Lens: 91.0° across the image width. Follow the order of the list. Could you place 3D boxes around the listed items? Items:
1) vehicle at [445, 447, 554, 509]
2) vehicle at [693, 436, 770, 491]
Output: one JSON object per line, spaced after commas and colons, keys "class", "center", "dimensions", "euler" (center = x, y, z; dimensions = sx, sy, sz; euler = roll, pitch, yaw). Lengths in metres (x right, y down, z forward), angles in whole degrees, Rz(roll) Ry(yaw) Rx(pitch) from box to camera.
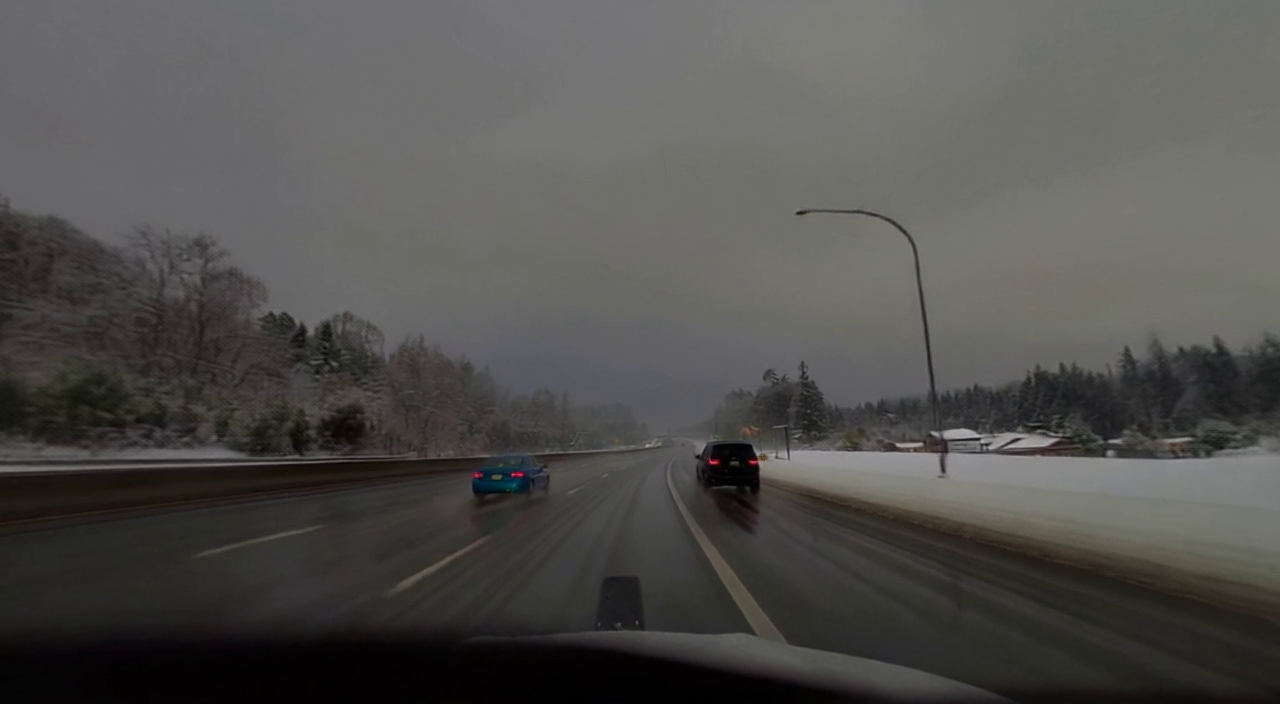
{"class": "vehicle", "center": [-3.717, 3.405, 17.503], "dimensions": [1.937, 1.490, 4.372], "euler": [0, -9, 1]}
{"class": "vehicle", "center": [3.301, 4.132, 23.631], "dimensions": [2.225, 1.833, 4.340], "euler": [0, -9, 0]}
